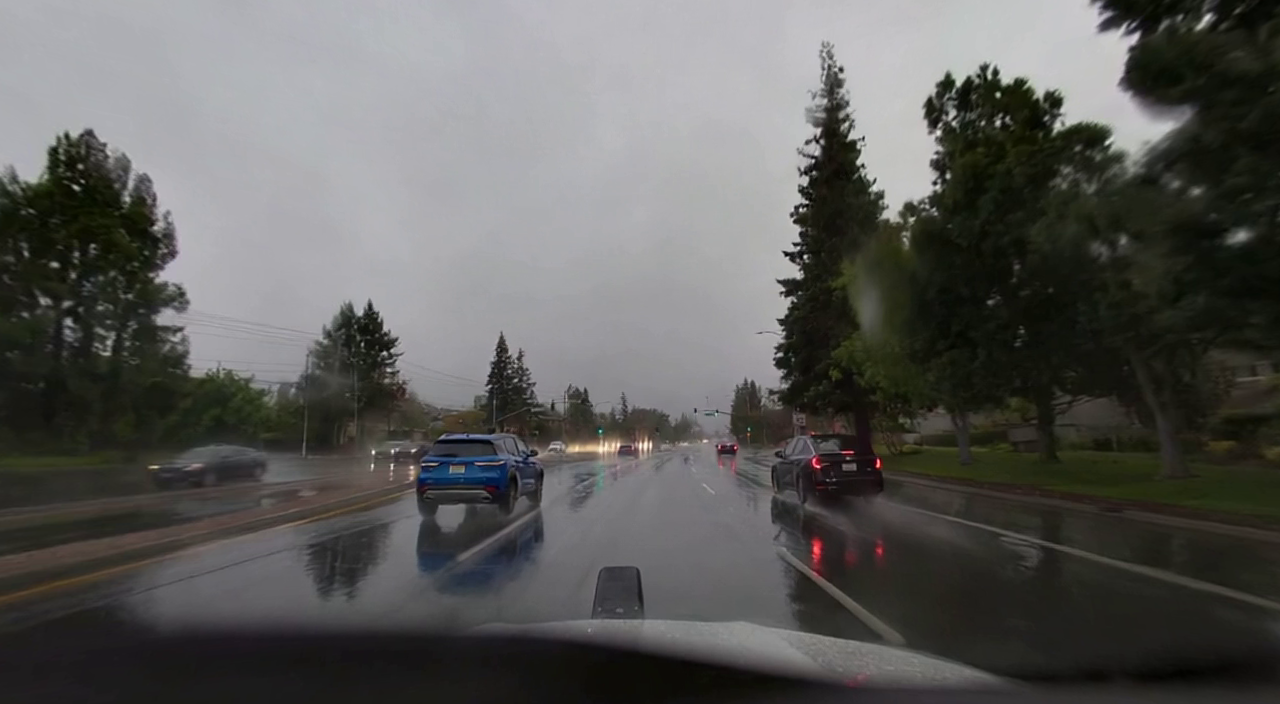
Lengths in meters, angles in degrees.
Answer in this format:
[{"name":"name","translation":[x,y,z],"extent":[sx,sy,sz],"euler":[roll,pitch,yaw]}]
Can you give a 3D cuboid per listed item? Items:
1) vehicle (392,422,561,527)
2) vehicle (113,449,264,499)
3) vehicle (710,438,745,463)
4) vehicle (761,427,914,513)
[{"name":"vehicle","translation":[-2.953,2.339,12.642],"extent":[2.045,1.688,4.632],"euler":[0,-8,1]},{"name":"vehicle","translation":[-14.931,4.015,21.239],"extent":[1.767,1.433,4.352],"euler":[0,-8,1]},{"name":"vehicle","translation":[6.153,6.943,44.701],"extent":[2.169,1.669,4.037],"euler":[-1,-8,4]},{"name":"vehicle","translation":[4.281,2.627,14.577],"extent":[2.132,1.659,4.387],"euler":[0,-8,1]}]
